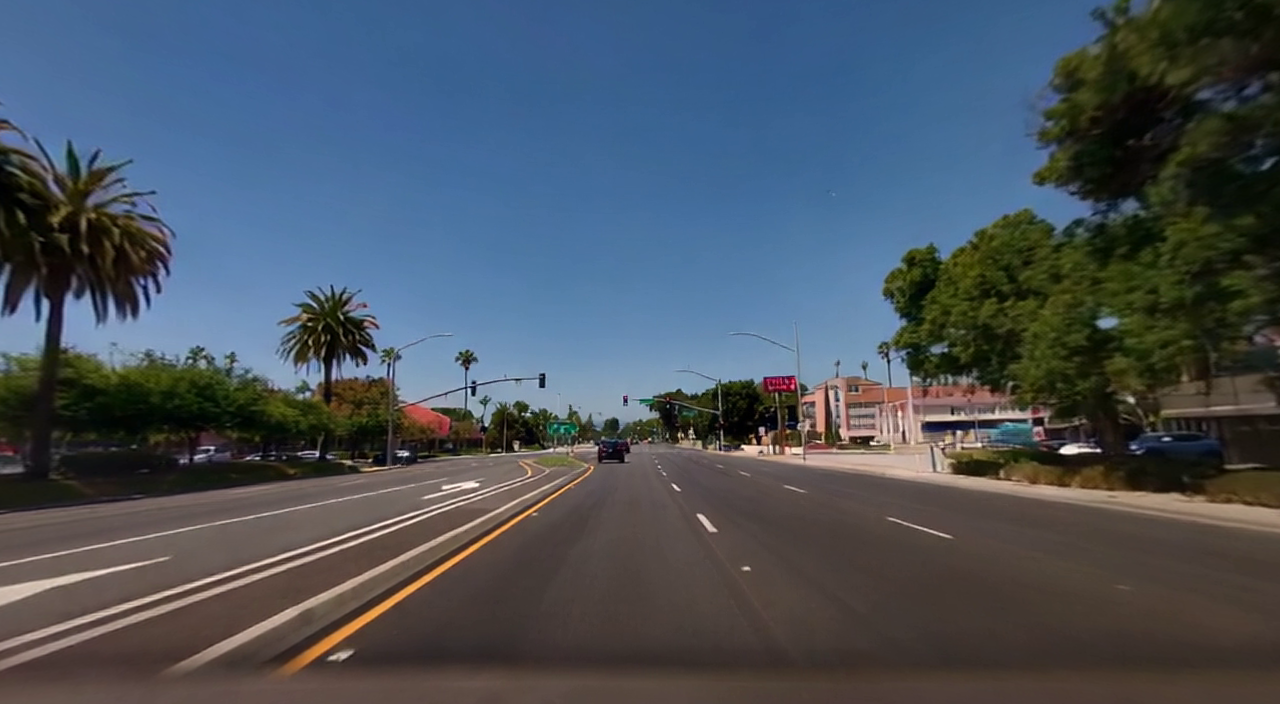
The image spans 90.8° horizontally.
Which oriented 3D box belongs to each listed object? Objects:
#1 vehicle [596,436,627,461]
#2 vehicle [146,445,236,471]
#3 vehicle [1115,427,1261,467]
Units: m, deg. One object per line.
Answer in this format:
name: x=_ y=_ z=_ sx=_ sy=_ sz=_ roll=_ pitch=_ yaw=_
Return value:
vehicle: x=-2.071 y=6.858 z=44.983 sx=1.990 sy=1.639 sz=3.885 roll=1 pitch=-8 yaw=-6
vehicle: x=-31.724 y=7.464 z=44.895 sx=2.099 sy=1.731 sz=5.736 roll=0 pitch=-8 yaw=1
vehicle: x=25.590 y=4.455 z=29.636 sx=4.918 sy=1.814 sz=2.014 roll=0 pitch=-8 yaw=0
